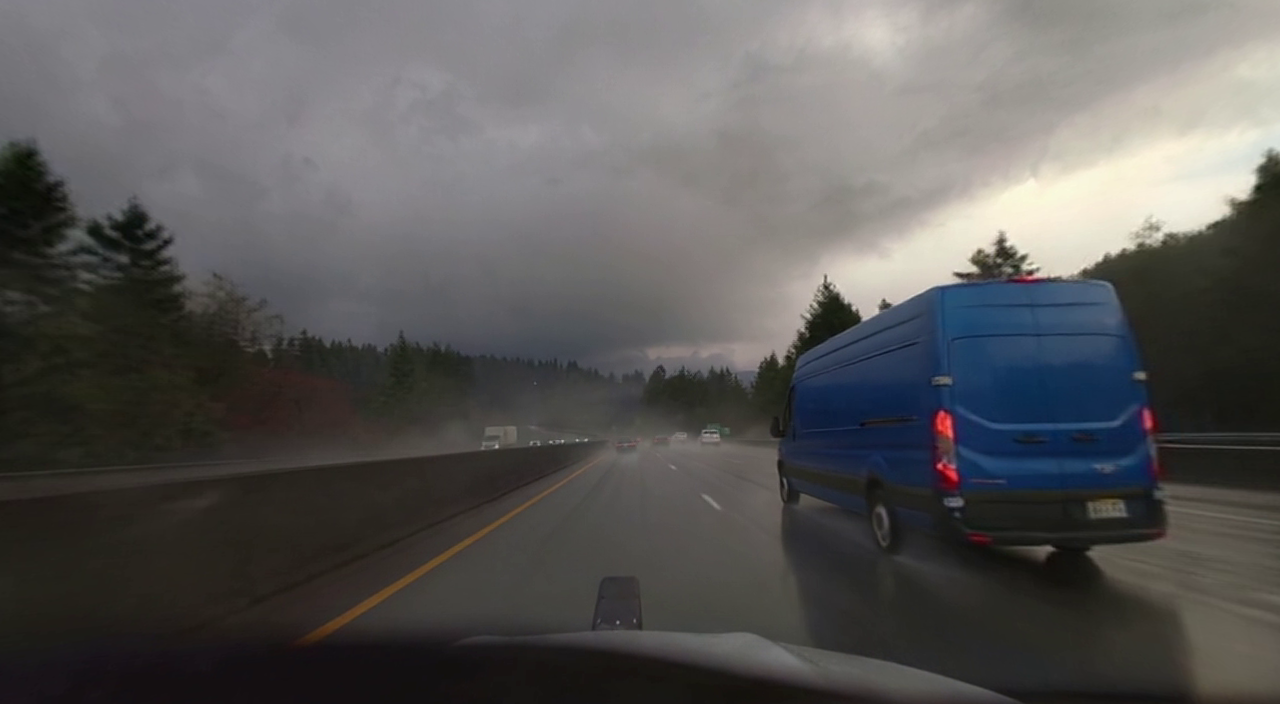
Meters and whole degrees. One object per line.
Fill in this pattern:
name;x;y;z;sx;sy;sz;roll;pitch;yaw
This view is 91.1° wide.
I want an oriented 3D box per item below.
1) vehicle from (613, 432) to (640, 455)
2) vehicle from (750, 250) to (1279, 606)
vehicle;-0.964;6.546;45.035;1.900;1.524;4.324;0;-8;-1
vehicle;3.359;0.985;8.217;2.416;2.595;7.243;0;-8;-1
